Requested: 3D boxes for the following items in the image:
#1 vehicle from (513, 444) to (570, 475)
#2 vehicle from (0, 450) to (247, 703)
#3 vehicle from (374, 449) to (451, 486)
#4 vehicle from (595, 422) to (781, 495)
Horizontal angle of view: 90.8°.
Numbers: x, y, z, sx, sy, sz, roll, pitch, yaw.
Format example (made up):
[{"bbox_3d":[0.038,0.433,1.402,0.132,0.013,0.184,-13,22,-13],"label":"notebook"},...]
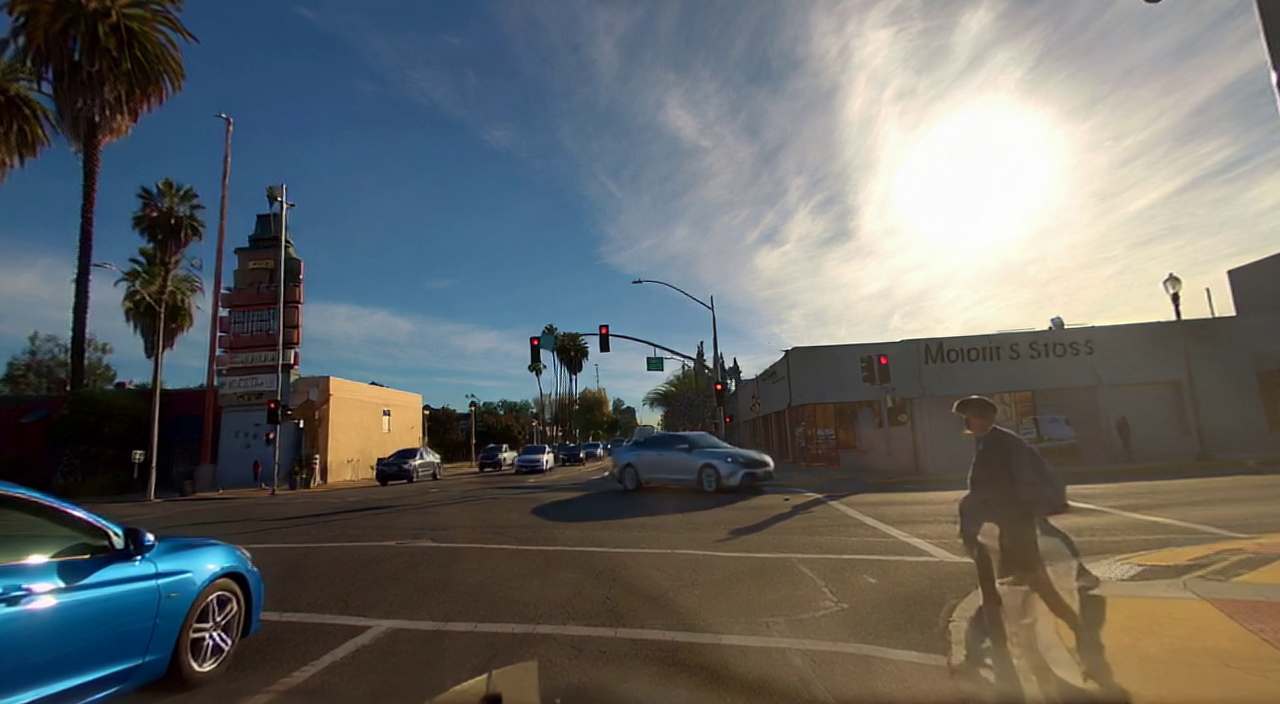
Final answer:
[{"bbox_3d":[-5.096,5.633,33.290,1.839,1.468,4.549,-1,-9,6],"label":"vehicle"},{"bbox_3d":[-3.700,1.024,2.243,1.850,1.325,4.295,0,-9,0],"label":"vehicle"},{"bbox_3d":[-12.361,6.283,34.640,1.870,1.705,4.426,-7,-10,11],"label":"vehicle"},{"bbox_3d":[1.171,2.867,17.277,4.775,1.709,2.092,-8,-12,43],"label":"vehicle"}]
